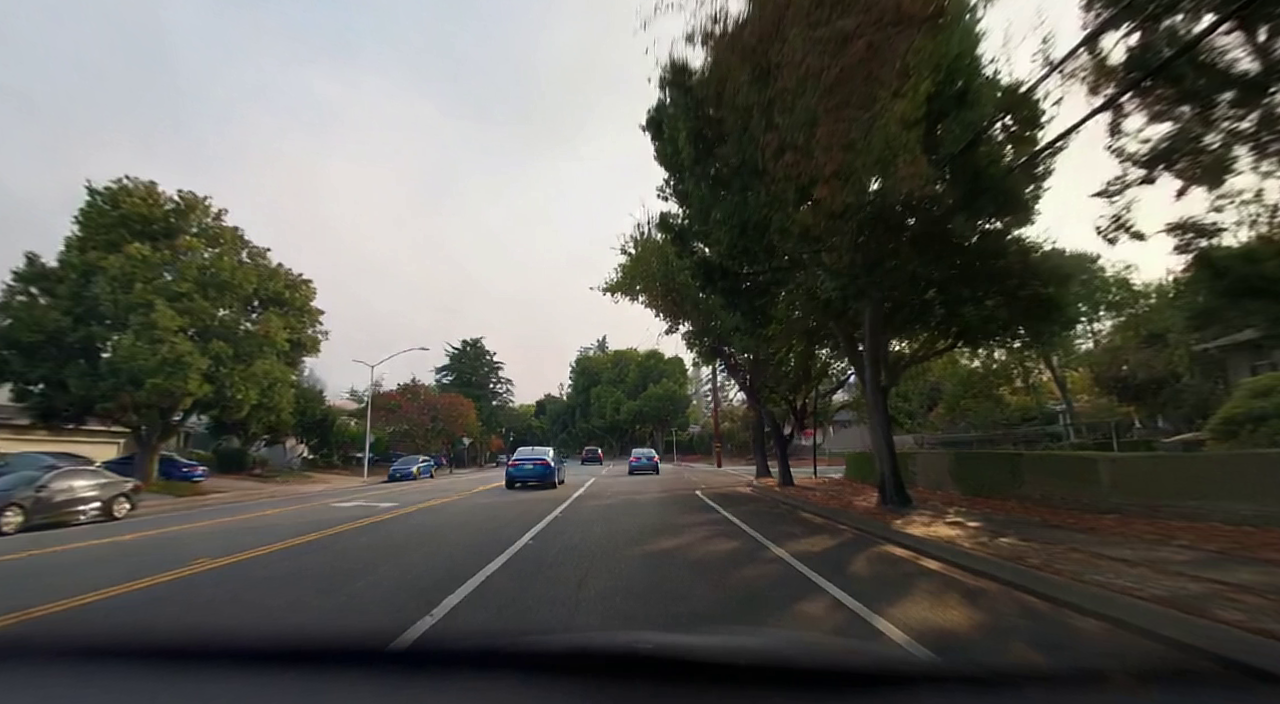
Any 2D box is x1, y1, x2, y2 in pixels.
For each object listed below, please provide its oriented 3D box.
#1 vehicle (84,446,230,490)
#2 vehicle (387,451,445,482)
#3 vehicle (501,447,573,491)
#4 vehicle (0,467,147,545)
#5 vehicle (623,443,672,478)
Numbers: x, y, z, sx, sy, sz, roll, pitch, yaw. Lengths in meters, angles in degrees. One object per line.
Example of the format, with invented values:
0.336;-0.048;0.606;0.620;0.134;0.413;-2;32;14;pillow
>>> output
-22.055;5.283;29.011;4.898;1.916;2.192;0;-9;3;vehicle
-14.364;7.334;40.797;2.083;1.817;4.532;0;-9;-1;vehicle
-3.621;4.161;22.923;1.913;1.425;4.235;0;-9;0;vehicle
-13.967;3.423;14.348;1.814;1.466;4.690;0;-9;-1;vehicle
0.297;5.139;30.167;2.168;1.504;4.284;0;-9;-1;vehicle
